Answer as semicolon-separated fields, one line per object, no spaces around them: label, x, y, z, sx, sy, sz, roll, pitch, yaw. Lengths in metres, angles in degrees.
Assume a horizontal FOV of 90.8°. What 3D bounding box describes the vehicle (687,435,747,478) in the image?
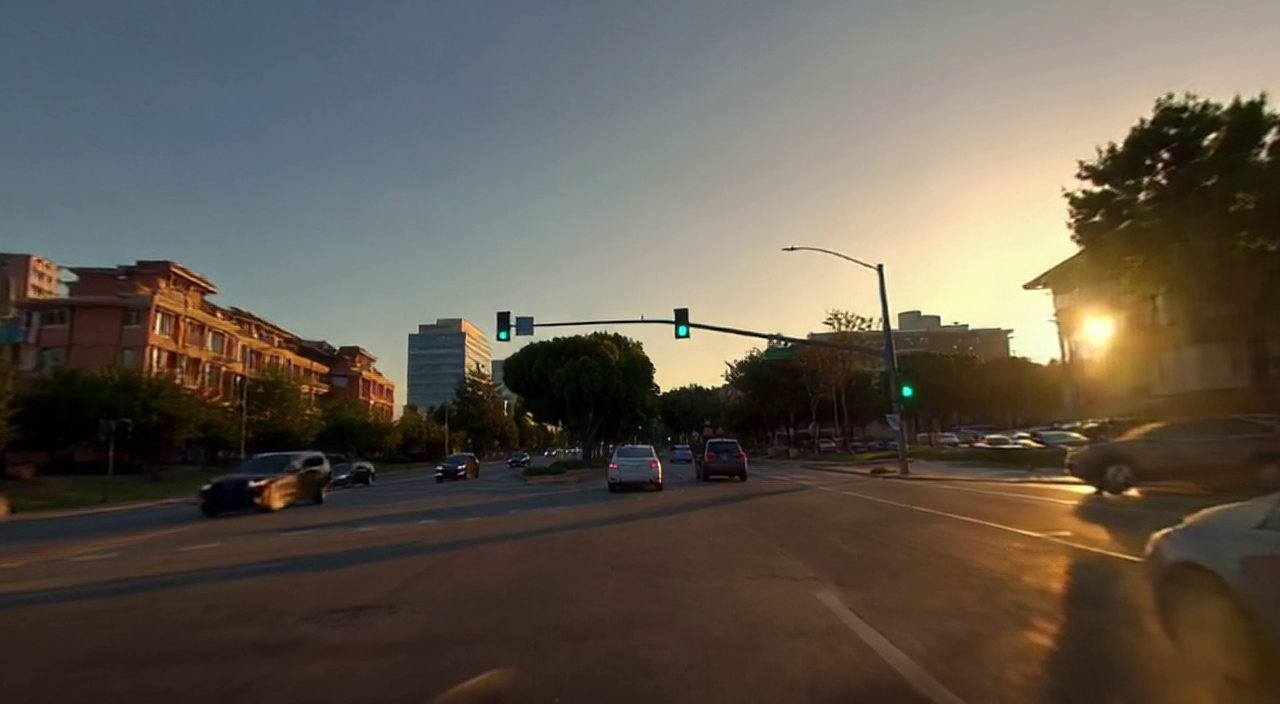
vehicle;3.424;4.746;28.945;2.107;1.773;4.557;0;-8;-1

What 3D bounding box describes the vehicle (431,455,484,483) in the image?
vehicle;-10.749;6.905;37.550;1.808;1.512;4.447;0;-8;1

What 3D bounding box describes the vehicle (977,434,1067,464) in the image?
vehicle;21.278;5.465;35.456;1.865;1.452;4.585;-3;-9;-4

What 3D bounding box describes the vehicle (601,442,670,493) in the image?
vehicle;-0.138;3.710;20.685;2.034;1.500;3.966;0;-8;0

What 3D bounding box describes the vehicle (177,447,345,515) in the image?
vehicle;-11.108;3.768;19.022;2.102;1.758;4.532;0;-8;2

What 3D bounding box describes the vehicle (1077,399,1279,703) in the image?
vehicle;3.797;0.793;1.702;2.049;1.473;4.425;0;-8;0
